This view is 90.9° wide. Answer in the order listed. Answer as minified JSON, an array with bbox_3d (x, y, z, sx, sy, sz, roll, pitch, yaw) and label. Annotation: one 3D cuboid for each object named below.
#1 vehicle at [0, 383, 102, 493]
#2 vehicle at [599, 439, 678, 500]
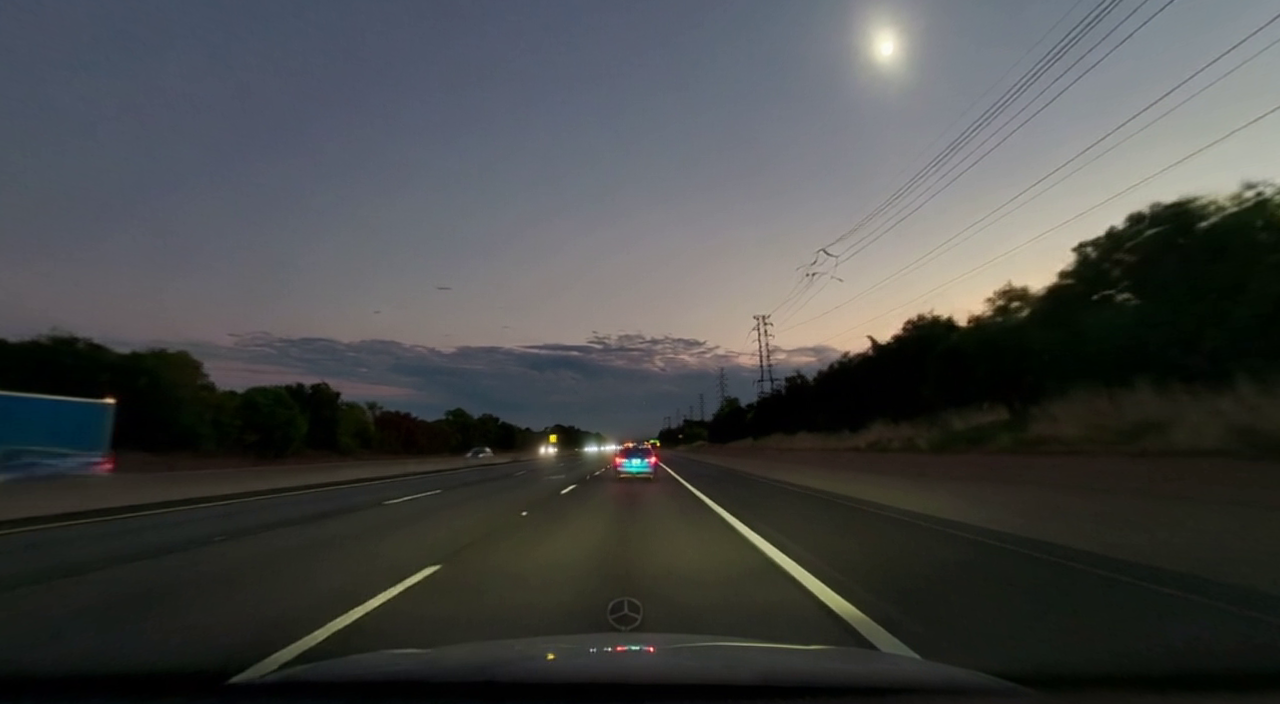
[{"bbox_3d":[-24.806,2.697,20.100,2.837,3.991,14.192,0,-9,0],"label":"vehicle"},{"bbox_3d":[-0.077,3.257,17.826,1.966,1.499,4.298,0,-9,-1],"label":"vehicle"}]
